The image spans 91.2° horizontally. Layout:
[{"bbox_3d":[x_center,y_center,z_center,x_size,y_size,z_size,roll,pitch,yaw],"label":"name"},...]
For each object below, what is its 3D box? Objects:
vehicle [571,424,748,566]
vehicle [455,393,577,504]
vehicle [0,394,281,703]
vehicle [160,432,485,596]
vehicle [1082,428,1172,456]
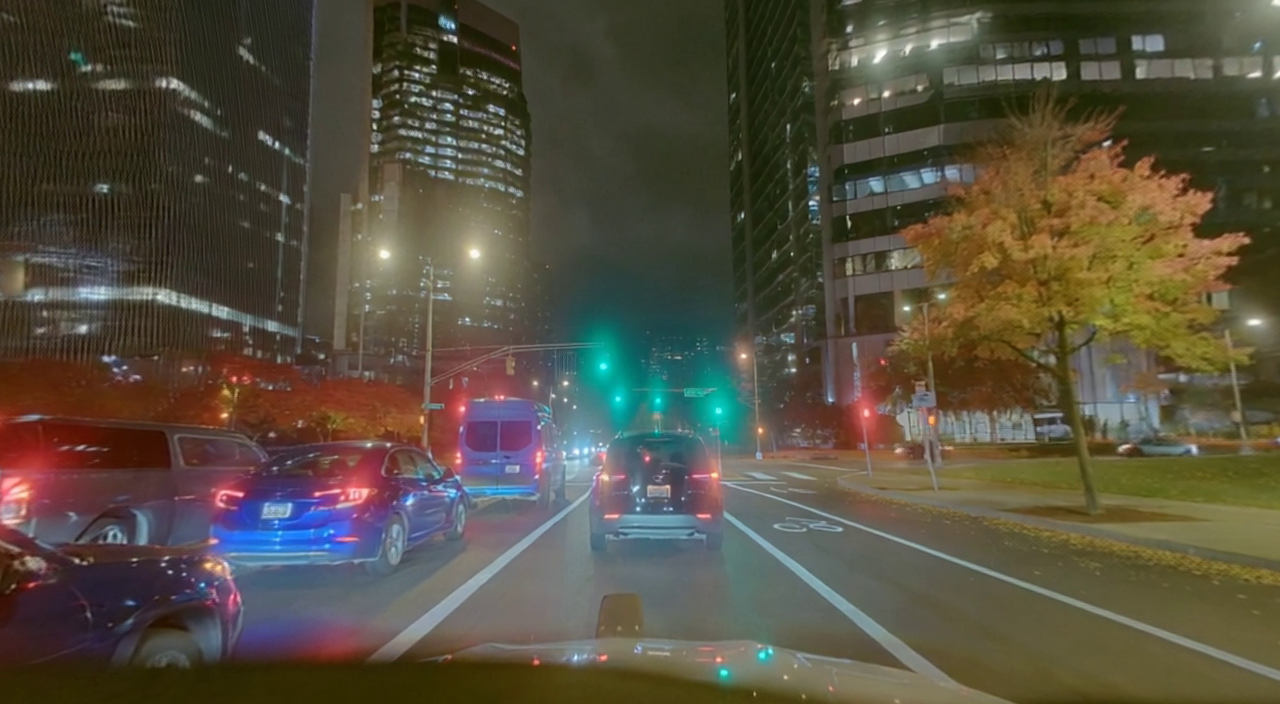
[{"bbox_3d":[0.177,1.889,8.903,1.979,1.562,3.630,0,-9,-1],"label":"vehicle"},{"bbox_3d":[-3.283,2.767,18.048,2.343,2.635,5.684,0,-9,0],"label":"vehicle"},{"bbox_3d":[-2.904,0.820,1.466,1.893,1.491,3.798,0,-9,-1],"label":"vehicle"},{"bbox_3d":[-3.494,1.845,8.022,1.955,1.499,4.223,0,-9,0],"label":"vehicle"},{"bbox_3d":[28.640,5.356,37.060,1.762,1.487,4.488,-1,-9,2],"label":"vehicle"}]
